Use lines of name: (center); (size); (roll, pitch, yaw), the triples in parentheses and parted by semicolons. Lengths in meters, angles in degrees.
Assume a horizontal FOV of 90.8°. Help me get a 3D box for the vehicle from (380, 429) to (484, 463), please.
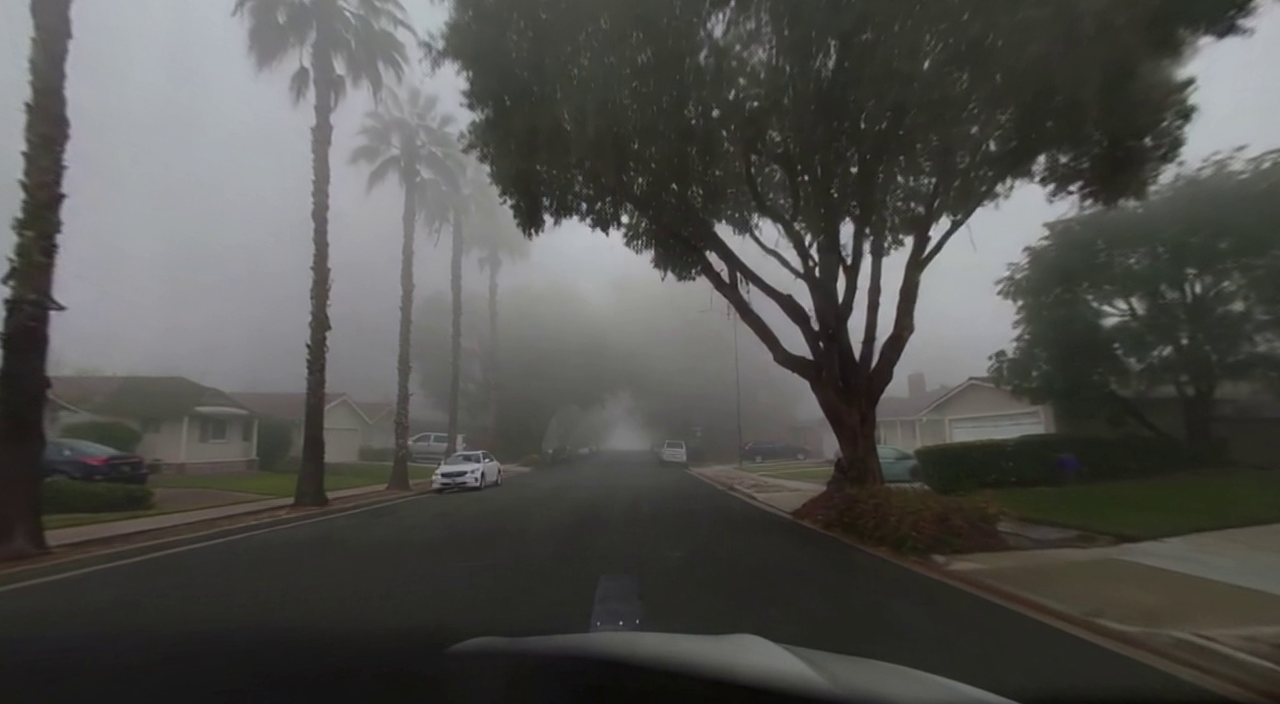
vehicle: (-12.315, 5.623, 37.787); (5.340, 1.948, 2.398); (0, -8, -1)

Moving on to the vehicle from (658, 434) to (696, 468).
vehicle: (2.373, 6.579, 42.074); (2.184, 2.038, 6.212); (0, -8, 0)

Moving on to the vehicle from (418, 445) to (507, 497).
vehicle: (-5.972, 4.029, 21.832); (1.949, 1.511, 4.466); (0, -8, -2)

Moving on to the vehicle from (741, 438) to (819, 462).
vehicle: (9.022, 6.348, 41.037); (4.643, 1.520, 1.826); (0, -8, 1)

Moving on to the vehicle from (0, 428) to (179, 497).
vehicle: (-13.233, 2.435, 14.094); (4.283, 1.400, 1.926); (0, -8, -2)
